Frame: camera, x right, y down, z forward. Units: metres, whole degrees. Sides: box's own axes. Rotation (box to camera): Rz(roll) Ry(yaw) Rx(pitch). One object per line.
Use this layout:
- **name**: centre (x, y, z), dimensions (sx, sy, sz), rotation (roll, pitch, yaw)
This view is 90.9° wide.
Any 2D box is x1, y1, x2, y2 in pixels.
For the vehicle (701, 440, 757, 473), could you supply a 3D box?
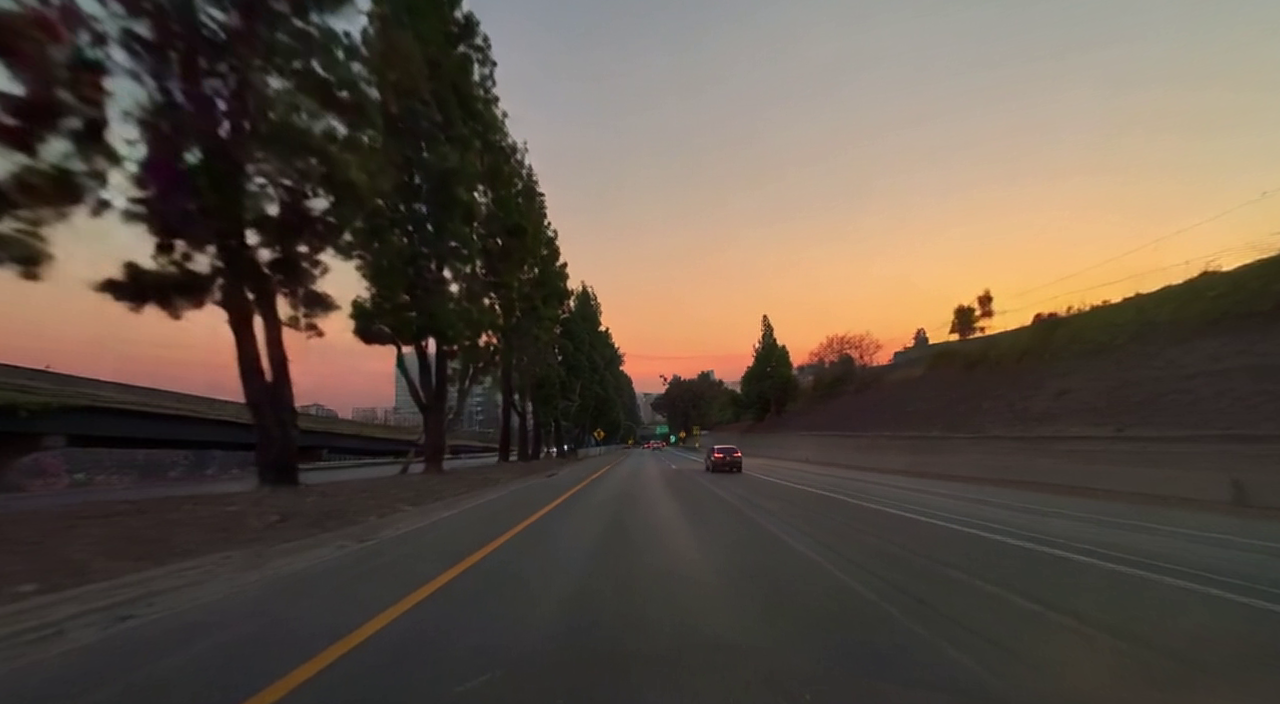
- **vehicle**: centre (4.306, 5.144, 31.235), dimensions (2.042, 1.518, 4.477), rotation (0, -9, -1)
